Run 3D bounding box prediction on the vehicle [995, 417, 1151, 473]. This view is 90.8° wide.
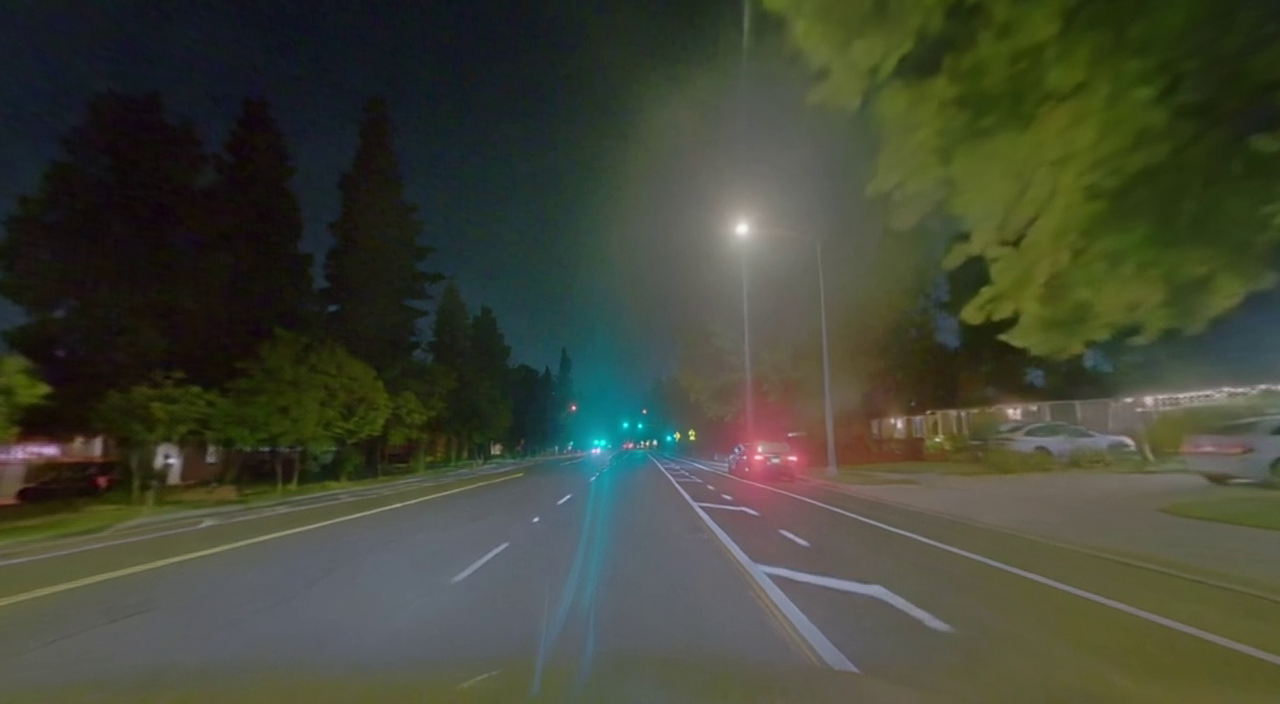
[{"bbox_3d":[14.599,3.098,21.351,4.268,1.508,1.861,-2,-6,-14],"label":"vehicle"}]

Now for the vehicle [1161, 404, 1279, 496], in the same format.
[{"bbox_3d":[13.363,1.870,12.259,4.710,1.612,1.999,0,-8,-2],"label":"vehicle"}]

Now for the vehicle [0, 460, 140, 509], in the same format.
[{"bbox_3d":[-23.196,5.261,25.307,4.466,1.773,2.063,0,-8,-1],"label":"vehicle"}]

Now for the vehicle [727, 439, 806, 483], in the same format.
[{"bbox_3d":[4.902,4.291,25.134,1.995,1.553,4.628,0,-9,-2],"label":"vehicle"}]
